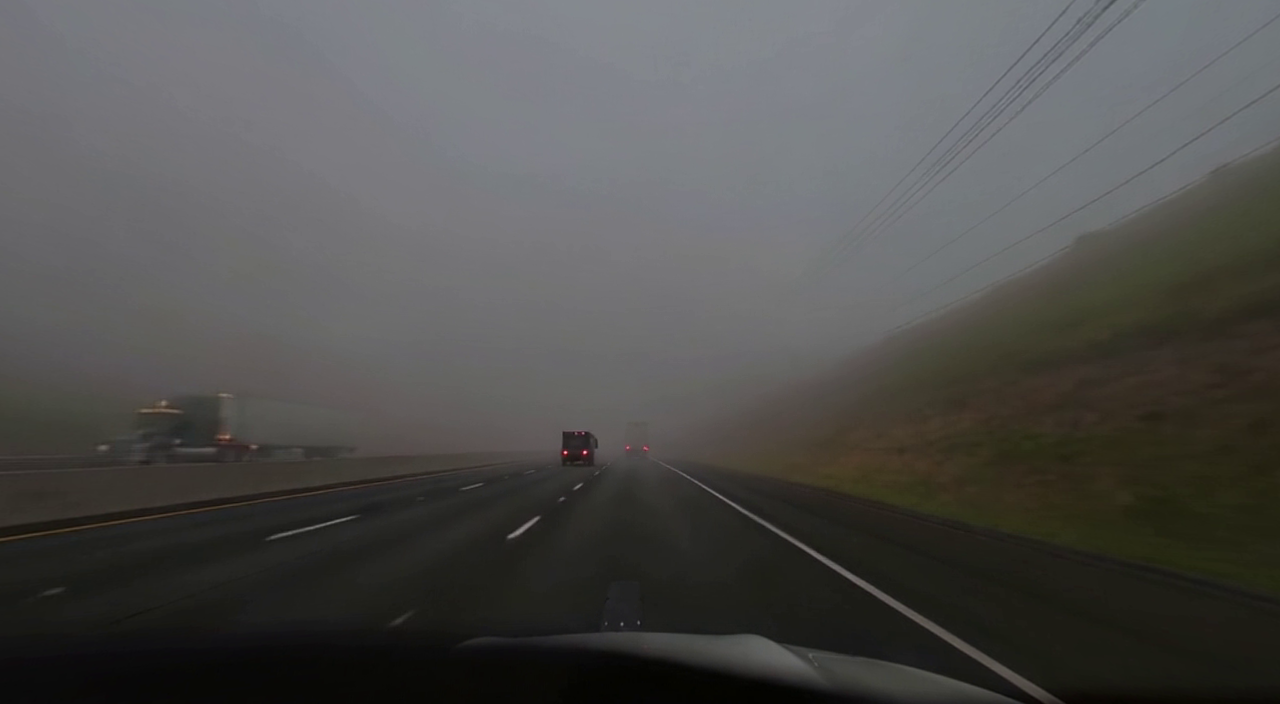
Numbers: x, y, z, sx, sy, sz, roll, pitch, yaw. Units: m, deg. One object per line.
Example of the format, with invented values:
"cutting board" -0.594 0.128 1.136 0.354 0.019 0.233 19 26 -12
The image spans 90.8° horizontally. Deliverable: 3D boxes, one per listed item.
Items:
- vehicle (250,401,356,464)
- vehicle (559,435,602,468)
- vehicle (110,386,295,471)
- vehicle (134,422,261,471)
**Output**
"vehicle" -23.449 5.789 44.544 2.837 3.999 8.063 0 -9 0
"vehicle" -3.666 6.270 39.884 2.207 1.949 4.911 0 -9 1
"vehicle" -23.316 4.376 34.747 2.859 3.985 10.141 0 -9 0
"vehicle" -18.821 4.075 27.171 2.089 1.933 4.657 0 -9 0
